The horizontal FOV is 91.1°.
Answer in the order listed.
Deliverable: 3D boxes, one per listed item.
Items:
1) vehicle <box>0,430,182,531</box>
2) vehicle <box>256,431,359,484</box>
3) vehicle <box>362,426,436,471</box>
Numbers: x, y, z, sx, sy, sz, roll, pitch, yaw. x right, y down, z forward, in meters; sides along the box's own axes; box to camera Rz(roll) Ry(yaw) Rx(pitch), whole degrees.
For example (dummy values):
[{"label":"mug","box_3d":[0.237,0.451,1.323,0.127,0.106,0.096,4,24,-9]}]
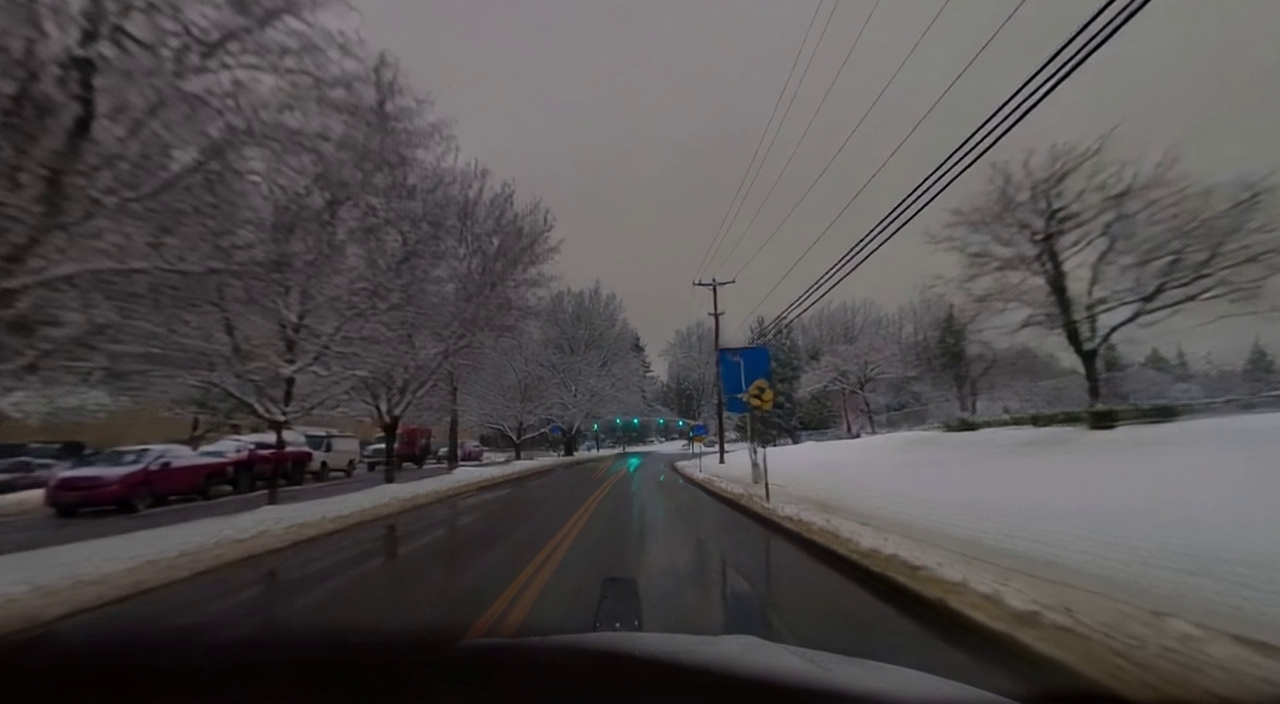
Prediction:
[{"label":"vehicle","box_3d":[-14.628,3.178,16.251,2.266,2.117,6.049,1,-9,-14]},{"label":"vehicle","box_3d":[-18.063,5.750,34.655,2.327,2.595,6.045,-1,-9,0]},{"label":"vehicle","box_3d":[-18.312,7.410,48.274,2.739,3.171,7.030,0,-9,1]}]
